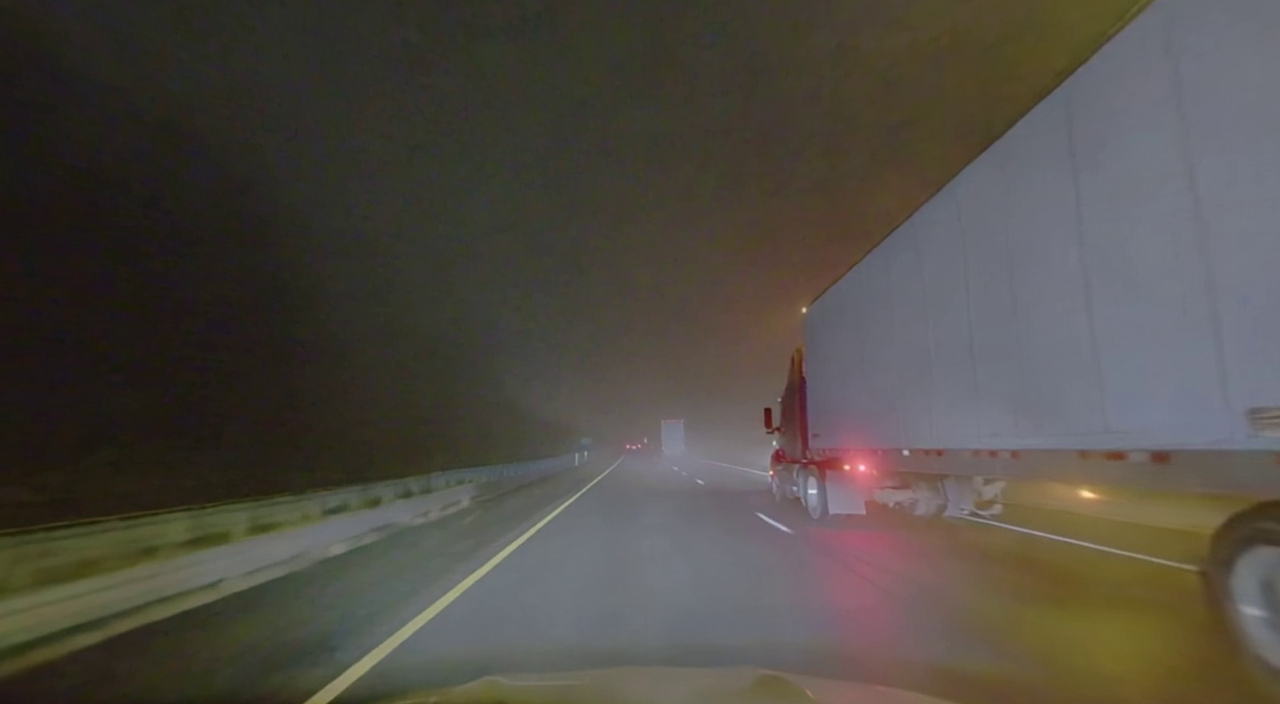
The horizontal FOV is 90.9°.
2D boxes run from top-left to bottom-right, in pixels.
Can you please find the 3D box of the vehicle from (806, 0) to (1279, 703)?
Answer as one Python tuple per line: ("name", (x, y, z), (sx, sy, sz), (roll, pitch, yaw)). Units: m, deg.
("vehicle", (4.487, 0.292, 5.762), (3.107, 3.718, 10.231), (0, -9, 0))
